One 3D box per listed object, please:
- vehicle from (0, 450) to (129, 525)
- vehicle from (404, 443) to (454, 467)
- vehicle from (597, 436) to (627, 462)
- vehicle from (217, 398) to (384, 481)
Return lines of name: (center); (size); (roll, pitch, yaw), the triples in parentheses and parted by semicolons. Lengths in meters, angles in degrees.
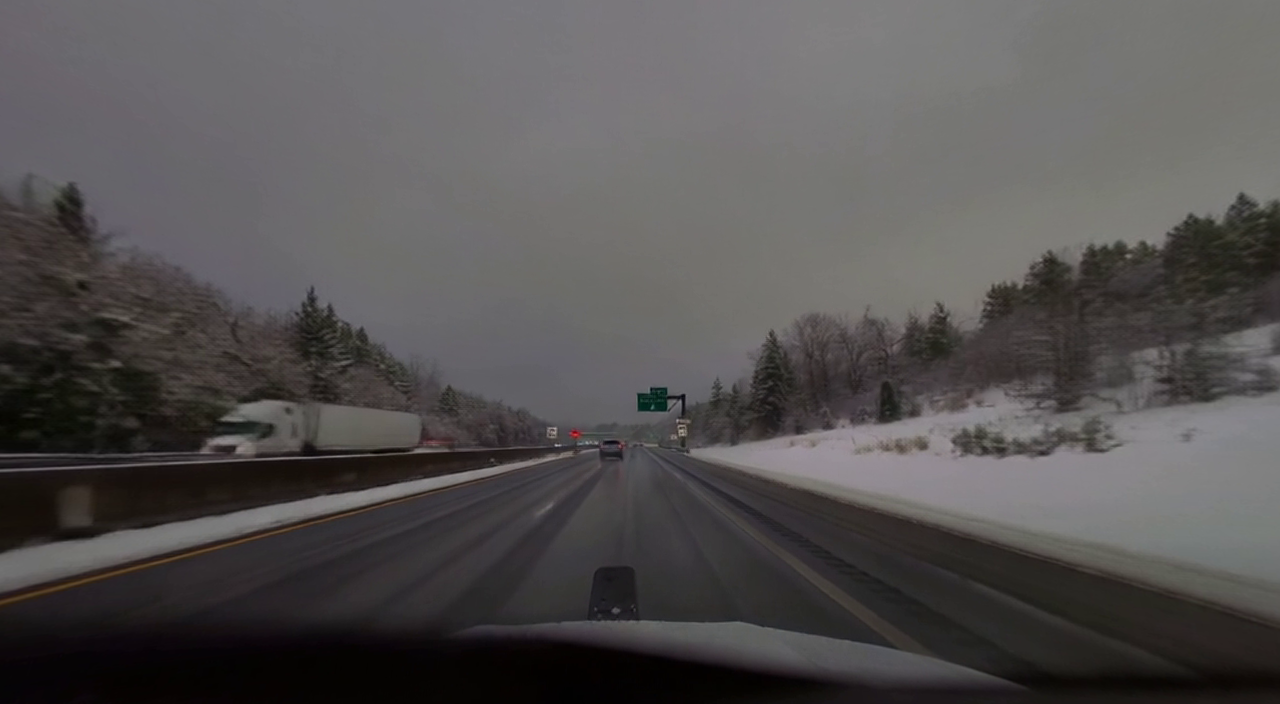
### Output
vehicle: (-14.000, 2.910, 13.697); (1.943, 1.482, 4.627); (0, -8, -1)
vehicle: (-14.060, 6.867, 42.132); (1.863, 1.472, 4.334); (0, -8, 0)
vehicle: (-2.091, 7.269, 47.469); (2.188, 1.825, 4.282); (0, -8, -2)
vehicle: (-17.765, 4.794, 34.324); (2.954, 3.783, 11.120); (0, -8, 0)
